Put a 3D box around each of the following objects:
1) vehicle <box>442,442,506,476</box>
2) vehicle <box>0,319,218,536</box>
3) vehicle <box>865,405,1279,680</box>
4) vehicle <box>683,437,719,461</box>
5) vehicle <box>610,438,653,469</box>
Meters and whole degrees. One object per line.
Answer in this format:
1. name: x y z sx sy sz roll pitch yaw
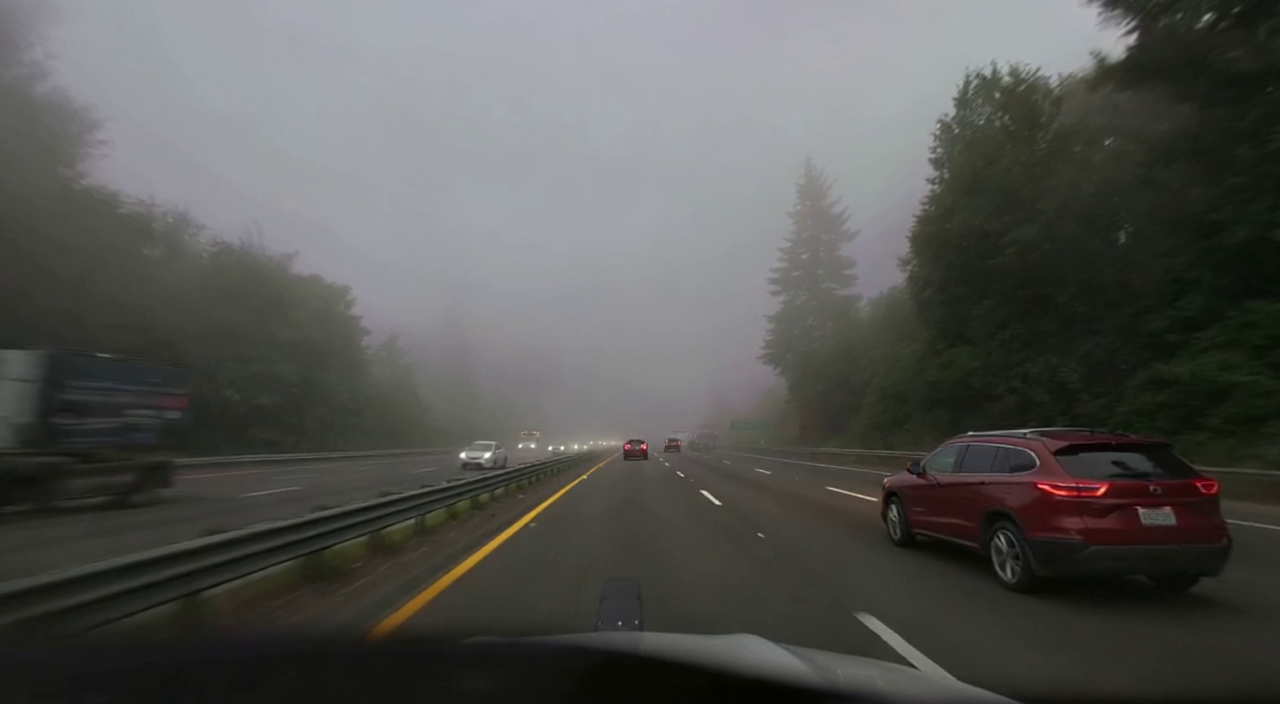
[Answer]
1. vehicle: -7.750 5.016 29.903 1.897 1.451 4.137 0 -8 0
2. vehicle: -11.675 1.387 11.389 2.726 3.457 7.709 0 -8 0
3. vehicle: 3.995 1.370 5.904 1.961 1.495 4.743 0 -8 -1
4. vehicle: 4.224 6.713 43.928 1.995 1.556 3.893 0 -8 -2
5. vehicle: -0.458 5.211 32.780 2.055 1.466 4.317 0 -8 -1
